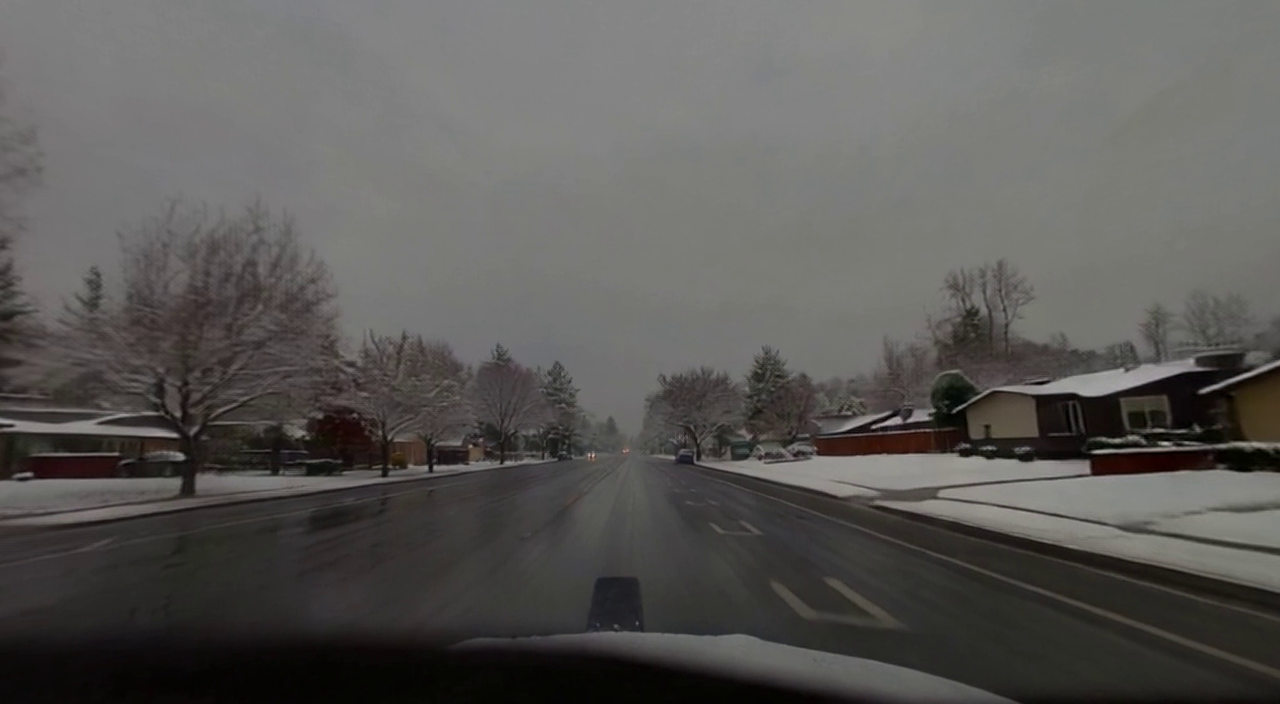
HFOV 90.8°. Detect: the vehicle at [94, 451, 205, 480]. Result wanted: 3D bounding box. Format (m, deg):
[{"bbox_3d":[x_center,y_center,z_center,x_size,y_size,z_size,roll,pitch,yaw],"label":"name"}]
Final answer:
[{"bbox_3d":[-27.906,6.455,36.037,4.551,1.556,2.061,0,-9,-1],"label":"vehicle"}]
